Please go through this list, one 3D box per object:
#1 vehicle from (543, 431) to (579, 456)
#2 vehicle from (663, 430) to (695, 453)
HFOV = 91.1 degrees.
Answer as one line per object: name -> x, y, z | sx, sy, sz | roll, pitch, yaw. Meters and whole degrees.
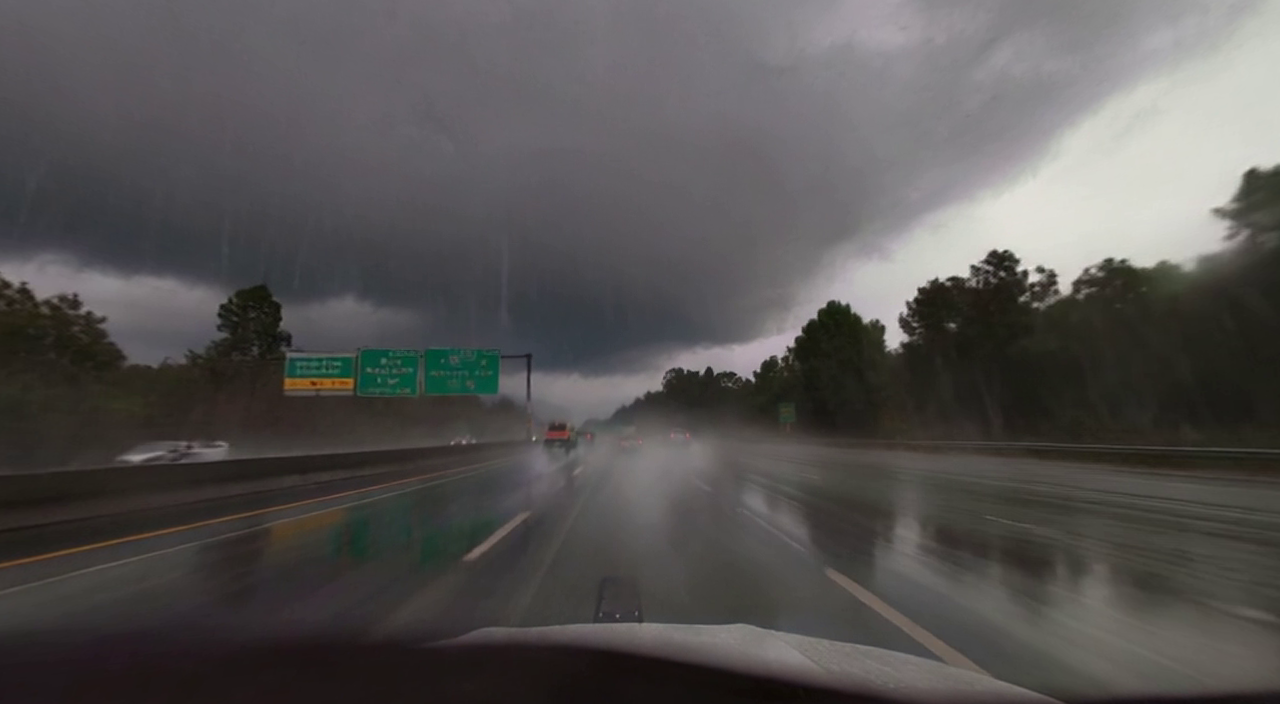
vehicle -> -5.443, 6.345, 43.765 | 2.119, 1.629, 3.946 | 0, -8, -1
vehicle -> 3.012, 6.976, 49.239 | 2.066, 1.673, 4.225 | 0, -8, -2
